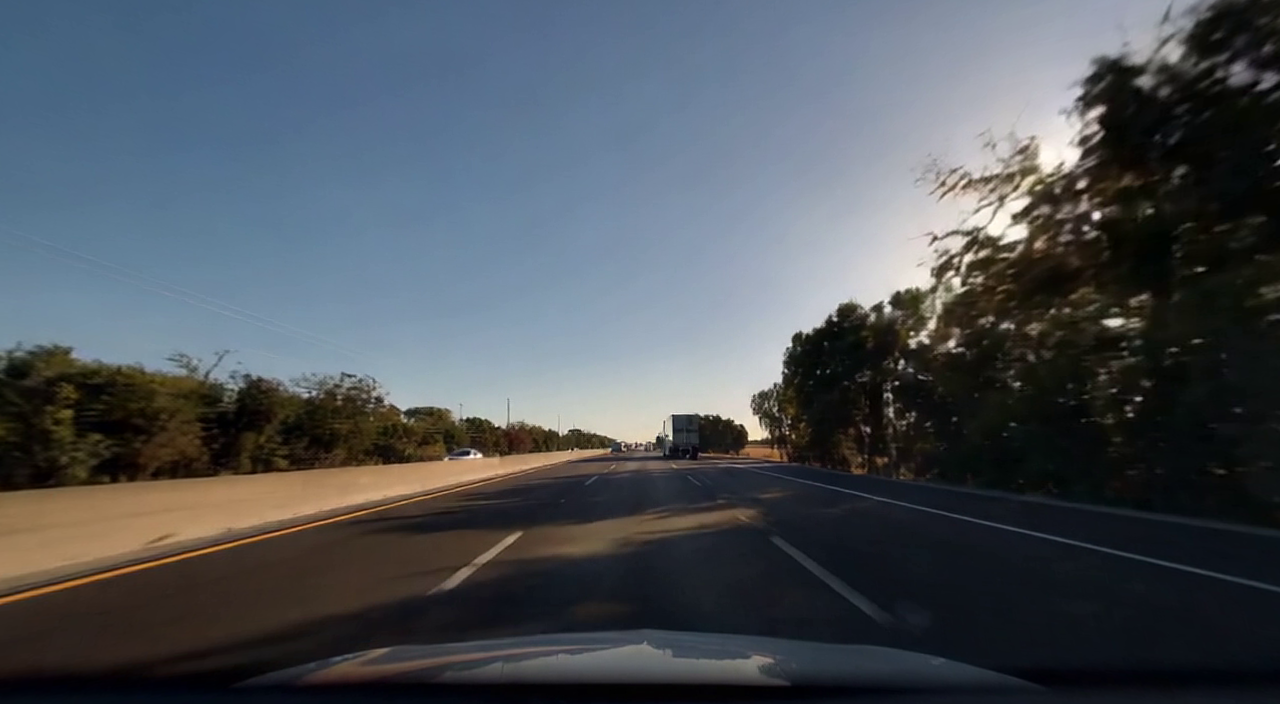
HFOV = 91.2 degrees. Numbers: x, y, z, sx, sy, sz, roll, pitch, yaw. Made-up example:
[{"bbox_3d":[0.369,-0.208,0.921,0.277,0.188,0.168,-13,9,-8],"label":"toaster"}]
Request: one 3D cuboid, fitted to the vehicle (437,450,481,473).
[{"bbox_3d":[-12.620,7.653,44.037,1.860,1.528,4.016,0,-8,0],"label":"vehicle"}]
